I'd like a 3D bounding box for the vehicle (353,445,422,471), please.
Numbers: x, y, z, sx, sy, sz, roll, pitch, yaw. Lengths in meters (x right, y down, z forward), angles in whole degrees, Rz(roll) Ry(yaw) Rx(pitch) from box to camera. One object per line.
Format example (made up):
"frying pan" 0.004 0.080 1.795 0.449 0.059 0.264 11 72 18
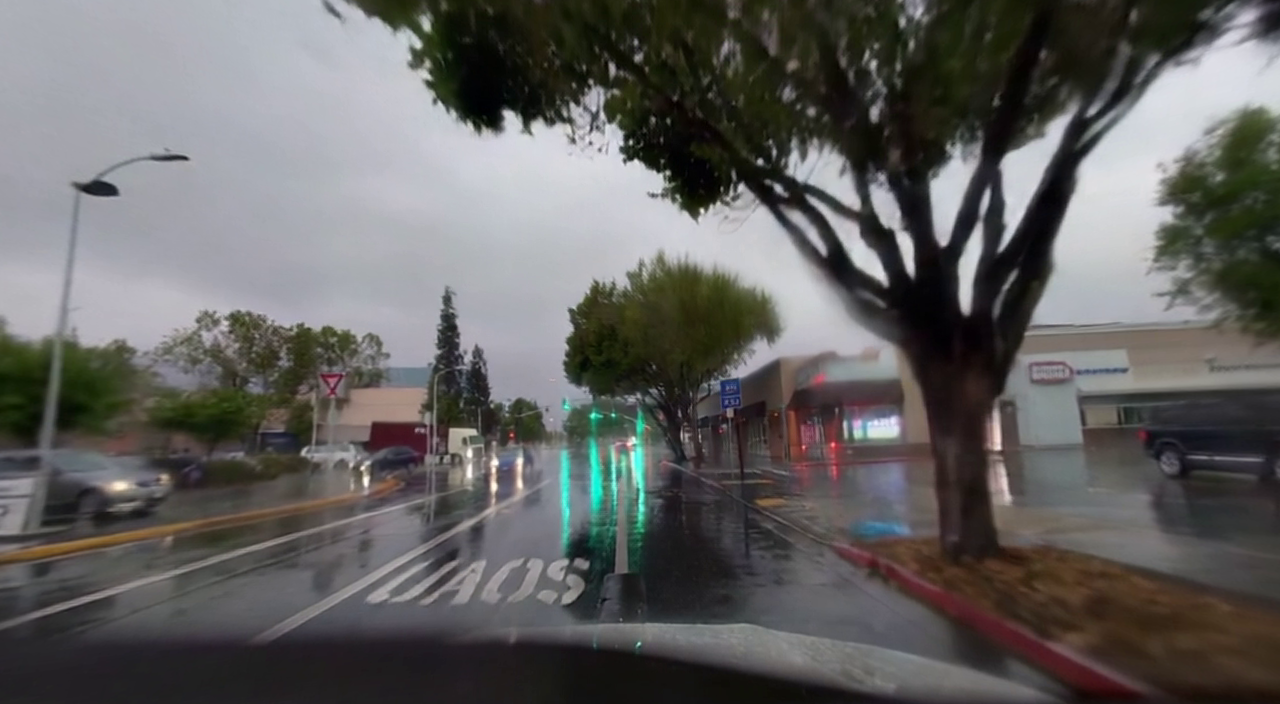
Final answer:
"vehicle" -18.009 7.545 45.260 2.101 1.721 4.587 -3 -9 18

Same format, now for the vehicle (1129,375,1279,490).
"vehicle" 12.620 1.636 12.683 2.112 2.050 4.327 0 -8 2

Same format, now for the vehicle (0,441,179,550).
"vehicle" -12.809 2.987 13.819 2.000 2.008 4.287 -1 -8 3

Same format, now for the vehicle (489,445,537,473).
"vehicle" -7.360 6.214 36.991 1.899 1.517 4.384 0 -8 -1

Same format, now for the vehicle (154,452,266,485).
"vehicle" -21.845 5.911 32.335 1.928 1.490 4.462 -4 -9 16
